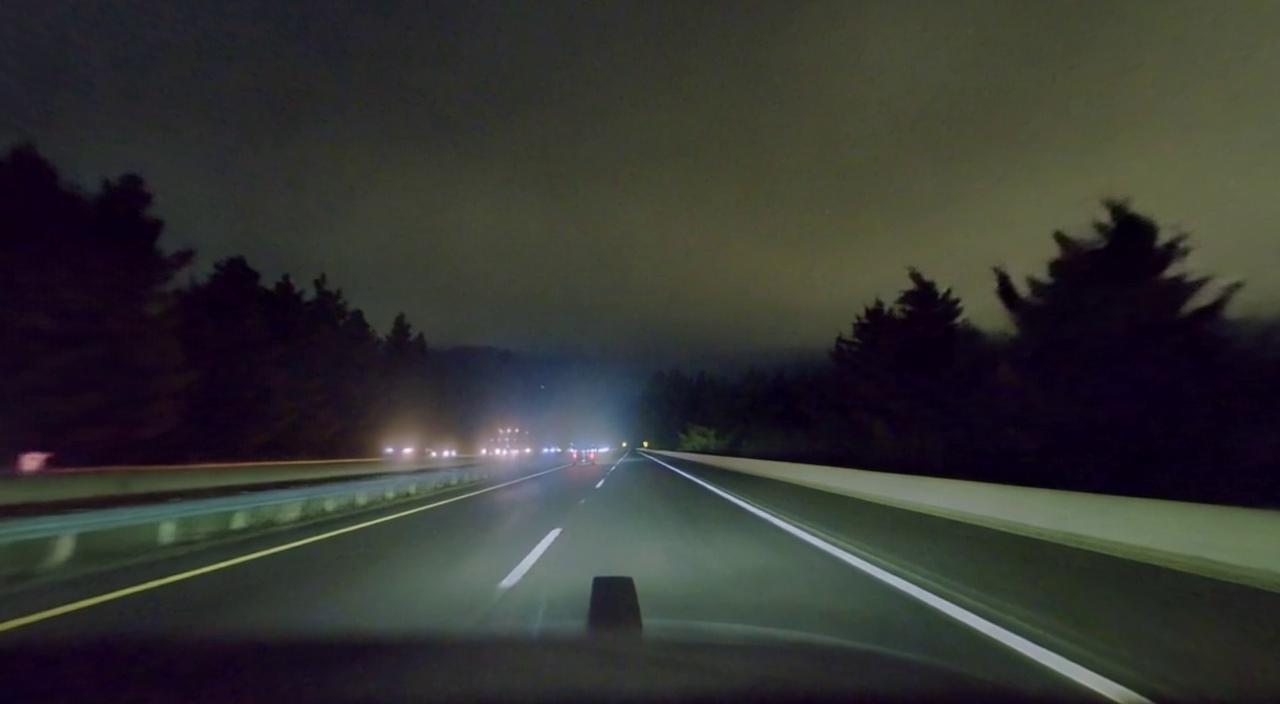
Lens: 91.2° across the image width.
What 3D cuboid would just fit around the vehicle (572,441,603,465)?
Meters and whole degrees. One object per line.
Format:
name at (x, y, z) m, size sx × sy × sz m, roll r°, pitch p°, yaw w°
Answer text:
vehicle at (-3.991, 7.736, 48.132) m, size 2.098 × 1.692 × 4.038 m, roll 0°, pitch -9°, yaw 0°

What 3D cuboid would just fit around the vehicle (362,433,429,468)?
vehicle at (-14.789, 5.983, 38.229) m, size 2.109 × 1.954 × 4.790 m, roll -1°, pitch -9°, yaw 1°
